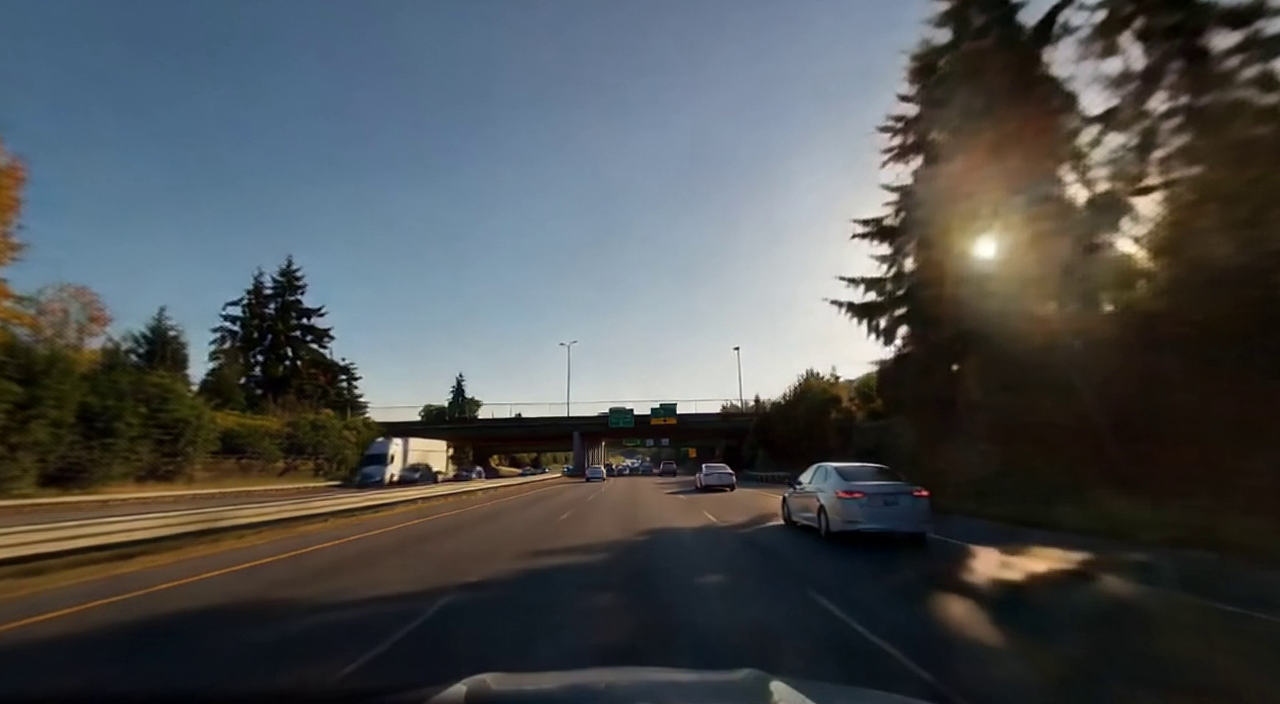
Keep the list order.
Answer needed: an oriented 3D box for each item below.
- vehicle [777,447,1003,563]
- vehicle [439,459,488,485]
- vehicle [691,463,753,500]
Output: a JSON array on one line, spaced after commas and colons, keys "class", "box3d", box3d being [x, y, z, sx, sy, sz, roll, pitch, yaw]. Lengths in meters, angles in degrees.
[{"class": "vehicle", "box3d": [4.025, 2.586, 11.241, 2.010, 1.579, 4.679, 1, -10, -1]}, {"class": "vehicle", "box3d": [-12.686, 8.681, 45.628, 2.050, 1.763, 5.114, 1, -10, 0]}, {"class": "vehicle", "box3d": [3.544, 5.704, 28.044, 2.051, 1.472, 4.547, 1, -10, -2]}]
